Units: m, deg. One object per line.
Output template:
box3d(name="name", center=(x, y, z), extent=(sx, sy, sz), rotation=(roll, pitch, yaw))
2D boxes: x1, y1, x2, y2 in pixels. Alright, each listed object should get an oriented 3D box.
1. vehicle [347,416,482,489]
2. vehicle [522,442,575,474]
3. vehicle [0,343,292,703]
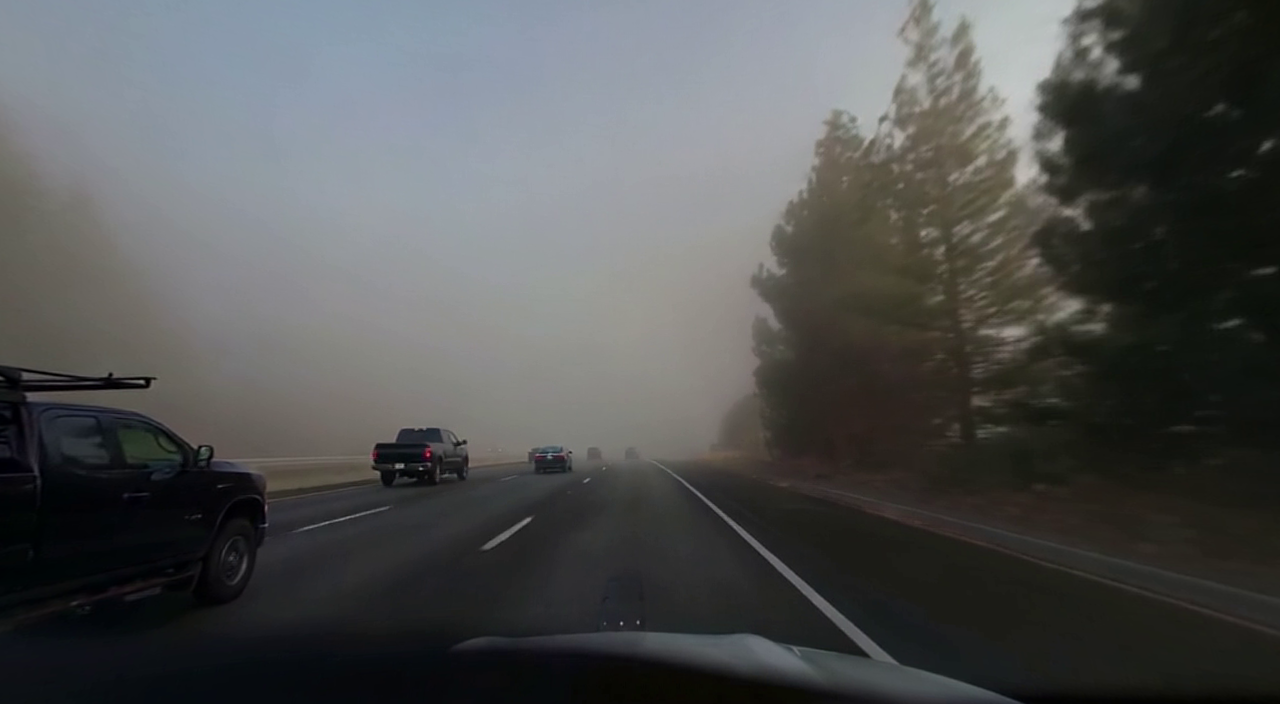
box3d(name="vehicle", center=(-7.795, 3.590, 22.658), extent=(2.594, 2.254, 6.028), rotation=(0, -9, 0))
box3d(name="vehicle", center=(-4.628, 5.452, 32.506), extent=(2.012, 1.509, 4.359), rotation=(0, -9, 1))
box3d(name="vehicle", center=(-4.081, 0.835, 2.700), extent=(2.200, 1.807, 5.041), rotation=(0, -9, 1))
